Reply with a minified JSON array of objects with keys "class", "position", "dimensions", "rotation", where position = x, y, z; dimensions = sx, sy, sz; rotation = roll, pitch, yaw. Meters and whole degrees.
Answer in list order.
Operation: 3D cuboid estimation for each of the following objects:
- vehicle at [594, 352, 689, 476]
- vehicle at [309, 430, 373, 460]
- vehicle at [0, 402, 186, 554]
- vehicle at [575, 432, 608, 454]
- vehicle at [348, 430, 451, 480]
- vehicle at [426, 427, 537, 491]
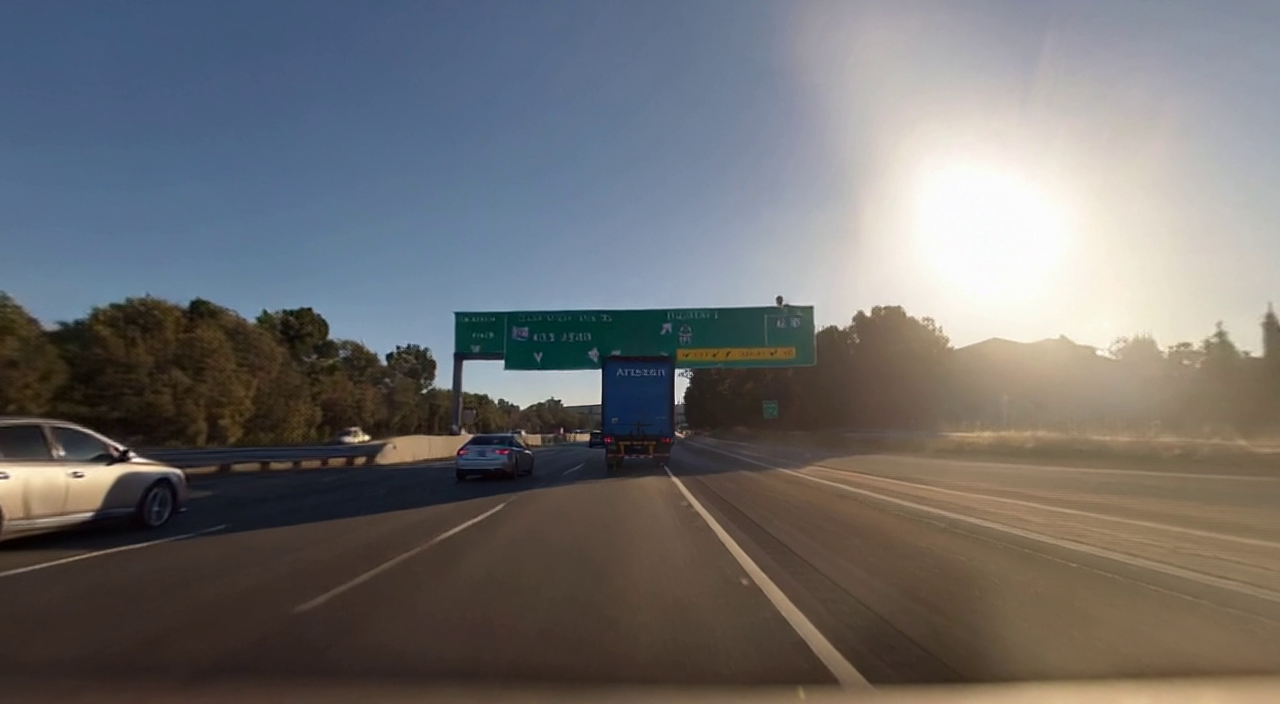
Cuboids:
[{"class":"vehicle","position":[-0.083,2.756,26.327],"dimensions":[3.118,4.106,10.719],"rotation":[0,-8,-1]},{"class":"vehicle","position":[-19.868,6.185,41.991],"dimensions":[1.971,1.812,4.441],"rotation":[0,-8,1]},{"class":"vehicle","position":[-8.047,1.485,7.637],"dimensions":[1.990,1.654,4.129],"rotation":[0,-8,-1]},{"class":"vehicle","position":[-3.751,7.132,49.551],"dimensions":[2.104,1.653,4.302],"rotation":[-1,-8,3]},{"class":"vehicle","position":[-8.014,3.446,21.377],"dimensions":[1.943,1.500,4.011],"rotation":[0,-8,-1]},{"class":"vehicle","position":[-4.073,2.798,16.846],"dimensions":[1.933,1.492,3.838],"rotation":[0,-8,0]}]
